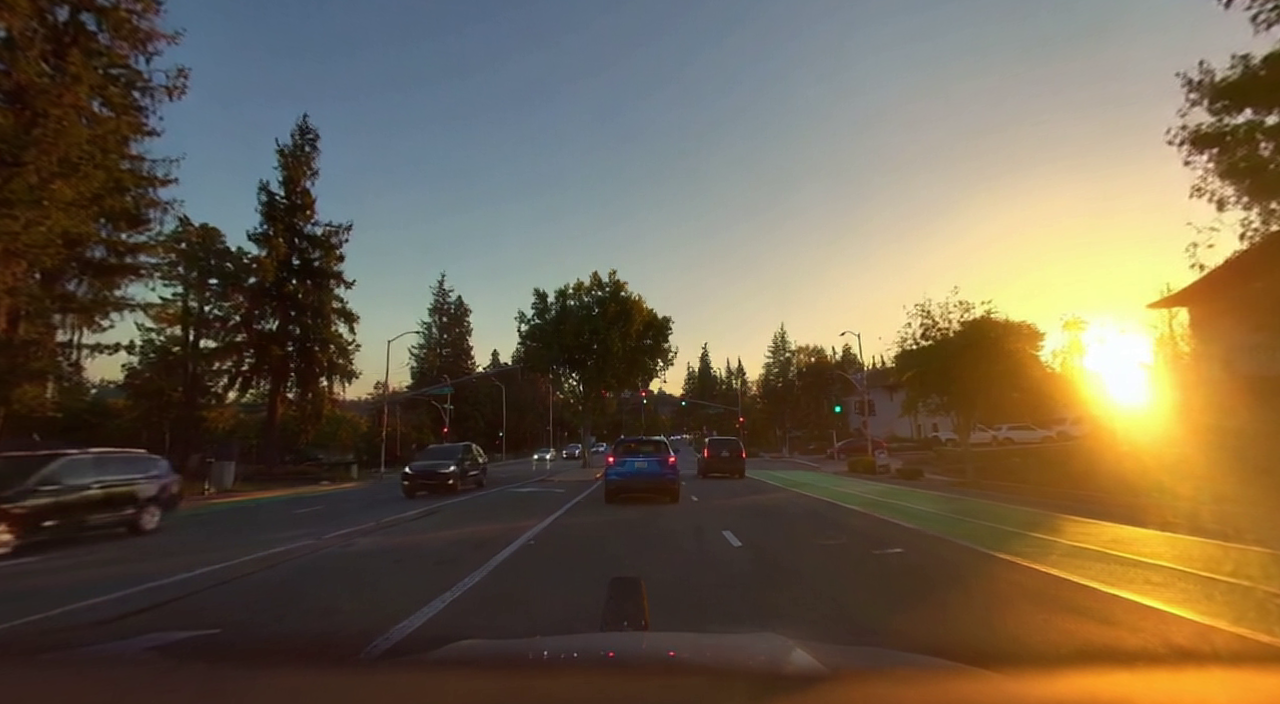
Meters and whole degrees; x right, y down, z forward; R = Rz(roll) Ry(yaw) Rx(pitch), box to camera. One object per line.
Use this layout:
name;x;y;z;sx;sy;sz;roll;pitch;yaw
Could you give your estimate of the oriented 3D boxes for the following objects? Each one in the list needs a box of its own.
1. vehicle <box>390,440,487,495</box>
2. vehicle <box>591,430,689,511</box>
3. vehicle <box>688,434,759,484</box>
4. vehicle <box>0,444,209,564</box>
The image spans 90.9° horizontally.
vehicle;-6.979;4.030;22.330;2.005;1.729;4.293;0;-8;0
vehicle;-0.003;2.851;15.626;2.109;1.730;3.963;0;-8;0
vehicle;3.239;4.285;25.452;2.189;1.815;4.495;0;-8;0
vehicle;-9.929;2.424;10.763;1.886;1.666;4.575;0;-8;-1
